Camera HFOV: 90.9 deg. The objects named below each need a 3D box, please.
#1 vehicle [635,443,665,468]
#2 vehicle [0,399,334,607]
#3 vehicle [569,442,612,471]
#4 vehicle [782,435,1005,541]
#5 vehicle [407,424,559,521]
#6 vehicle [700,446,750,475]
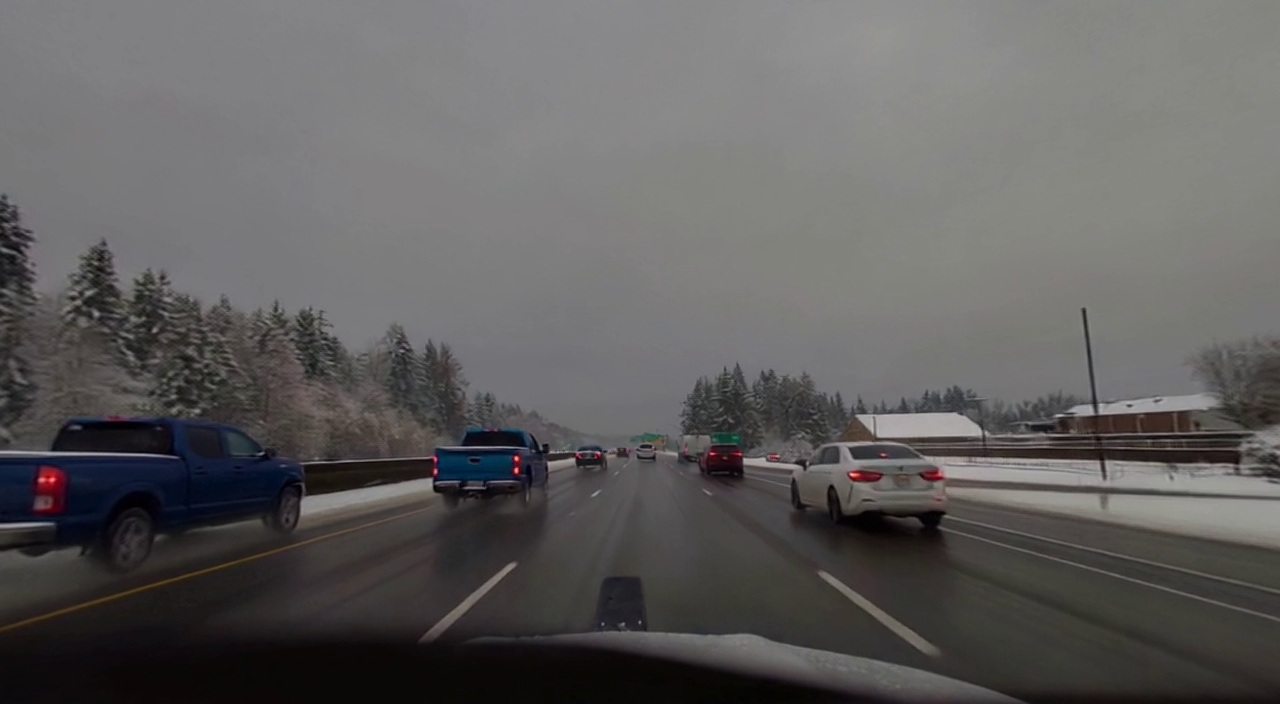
[{"bbox_3d":[0.709,7.488,45.946,2.080,1.682,4.150,0,-8,0],"label":"vehicle"},{"bbox_3d":[-6.499,1.703,8.177,2.428,1.812,5.131,0,-8,1],"label":"vehicle"},{"bbox_3d":[-3.043,6.545,39.791,2.209,1.714,4.576,0,-8,1],"label":"vehicle"},{"bbox_3d":[4.137,2.278,11.298,2.111,1.498,4.466,0,-8,0],"label":"vehicle"},{"bbox_3d":[-3.212,2.578,14.054,2.146,1.775,4.553,0,-8,1],"label":"vehicle"},{"bbox_3d":[4.523,5.814,34.201,2.072,1.456,4.537,0,-8,0],"label":"vehicle"}]
